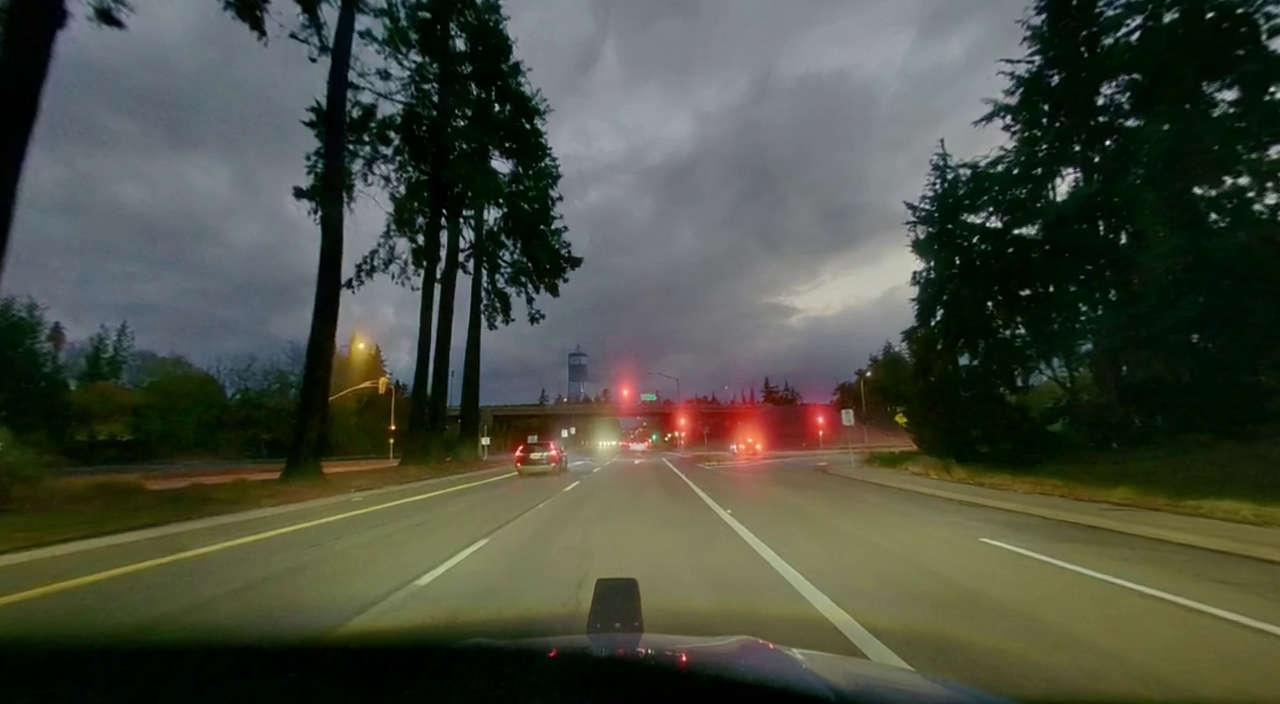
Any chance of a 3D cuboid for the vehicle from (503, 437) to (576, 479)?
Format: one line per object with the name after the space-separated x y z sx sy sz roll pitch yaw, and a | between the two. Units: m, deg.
-3.770 4.058 24.437 2.082 1.472 4.310 0 -8 1 | vehicle
